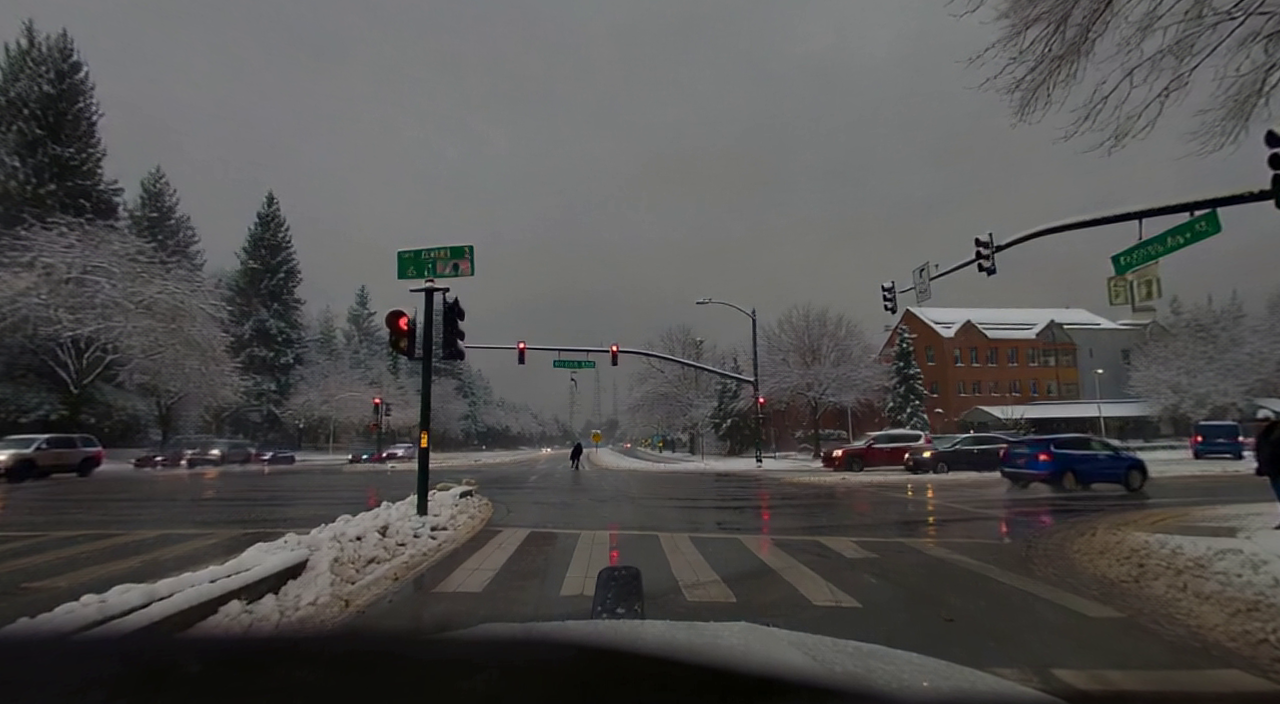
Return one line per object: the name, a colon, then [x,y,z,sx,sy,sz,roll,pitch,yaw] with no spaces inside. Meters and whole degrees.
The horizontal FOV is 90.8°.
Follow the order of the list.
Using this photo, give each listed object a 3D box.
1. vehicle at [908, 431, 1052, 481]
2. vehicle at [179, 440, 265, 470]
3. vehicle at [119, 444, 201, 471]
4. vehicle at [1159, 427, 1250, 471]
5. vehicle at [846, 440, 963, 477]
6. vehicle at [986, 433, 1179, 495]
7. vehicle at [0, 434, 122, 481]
vehicle: [12.928,3.916,24.047,4.742,1.762,2.180,3,-9,-22]
vehicle: [-24.083,5.954,36.622,2.056,1.604,4.436,0,-8,-2]
vehicle: [-30.804,6.765,40.721,2.069,1.660,4.302,0,-8,-3]
vehicle: [25.645,4.414,28.892,2.066,1.821,4.509,-5,-10,29]
vehicle: [11.481,4.621,27.562,4.317,1.491,1.896,2,-9,-11]
vehicle: [12.225,3.064,17.551,4.312,1.540,2.007,2,-9,-16]
vehicle: [-27.023,4.698,28.491,2.388,1.858,6.056,0,-8,-2]
